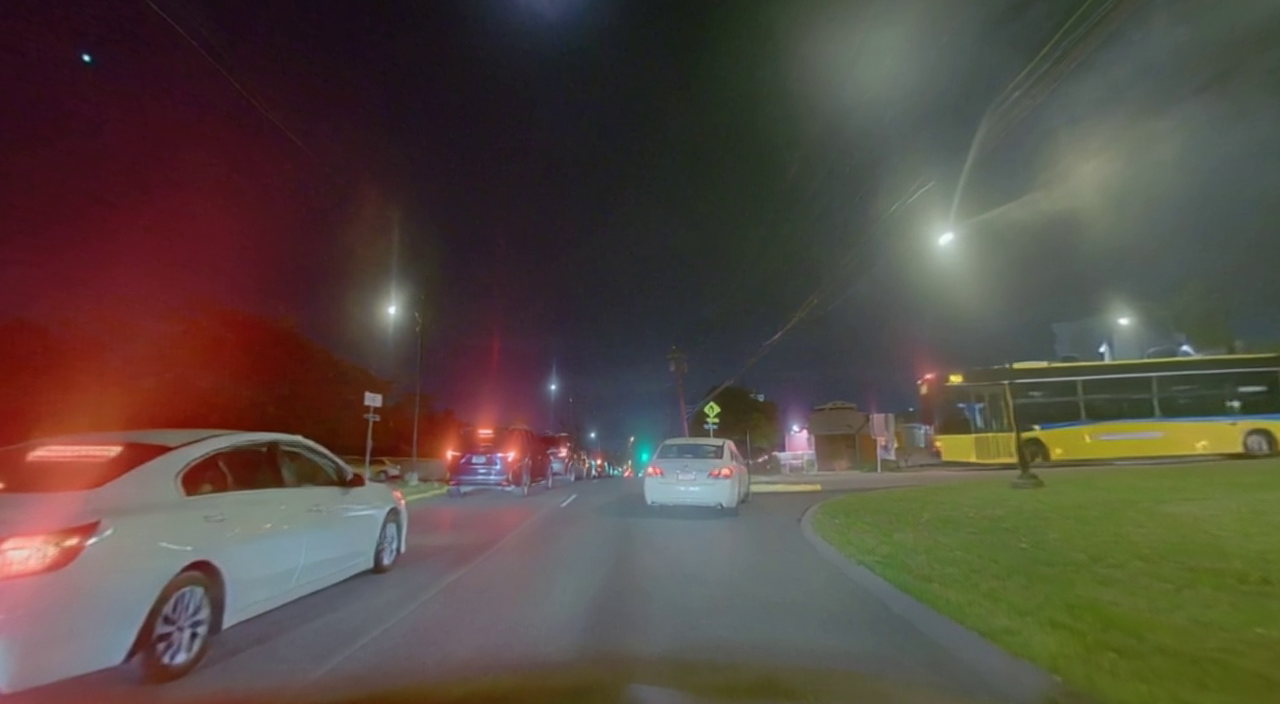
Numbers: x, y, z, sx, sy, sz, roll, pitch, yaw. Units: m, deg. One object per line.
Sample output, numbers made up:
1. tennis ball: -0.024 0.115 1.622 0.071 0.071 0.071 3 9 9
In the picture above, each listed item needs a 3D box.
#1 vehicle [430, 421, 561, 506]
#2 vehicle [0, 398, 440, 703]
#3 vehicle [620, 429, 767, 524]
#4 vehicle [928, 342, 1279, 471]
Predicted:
1. vehicle: -3.310 2.657 15.506 2.017 1.761 4.572 0 -8 2
2. vehicle: -3.344 1.219 4.544 1.953 1.480 4.522 -1 -8 6
3. vehicle: 1.207 2.270 12.115 2.020 1.478 3.922 -3 -8 17
4. vehicle: 14.083 1.668 18.115 9.977 3.303 2.948 -2 -8 10
